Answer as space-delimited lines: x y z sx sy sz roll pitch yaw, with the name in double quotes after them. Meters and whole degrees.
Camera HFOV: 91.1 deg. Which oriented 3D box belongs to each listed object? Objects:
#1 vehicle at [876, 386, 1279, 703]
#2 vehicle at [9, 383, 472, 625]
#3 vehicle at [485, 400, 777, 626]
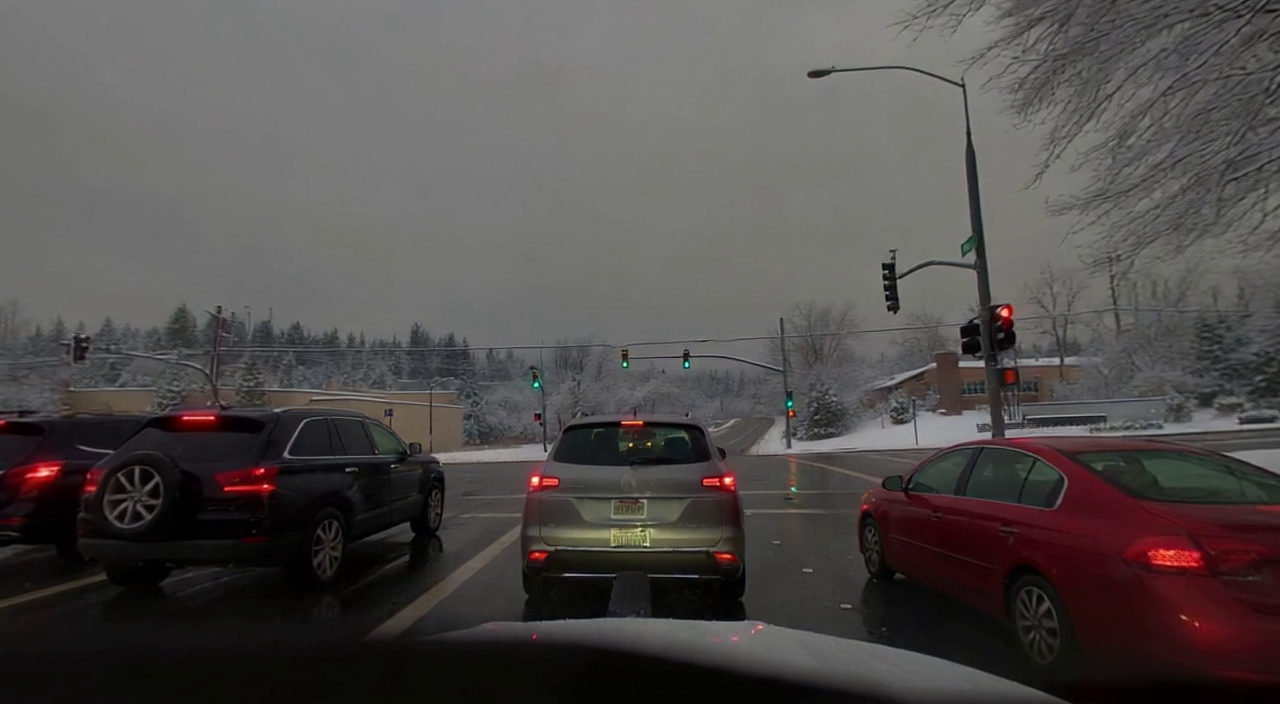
3.585 1.199 4.617 2.010 1.486 4.498 0 -8 1 "vehicle"
-3.552 1.432 6.874 2.014 1.755 4.360 0 -8 3 "vehicle"
-0.043 1.401 6.311 2.047 1.579 3.642 0 -8 1 "vehicle"
